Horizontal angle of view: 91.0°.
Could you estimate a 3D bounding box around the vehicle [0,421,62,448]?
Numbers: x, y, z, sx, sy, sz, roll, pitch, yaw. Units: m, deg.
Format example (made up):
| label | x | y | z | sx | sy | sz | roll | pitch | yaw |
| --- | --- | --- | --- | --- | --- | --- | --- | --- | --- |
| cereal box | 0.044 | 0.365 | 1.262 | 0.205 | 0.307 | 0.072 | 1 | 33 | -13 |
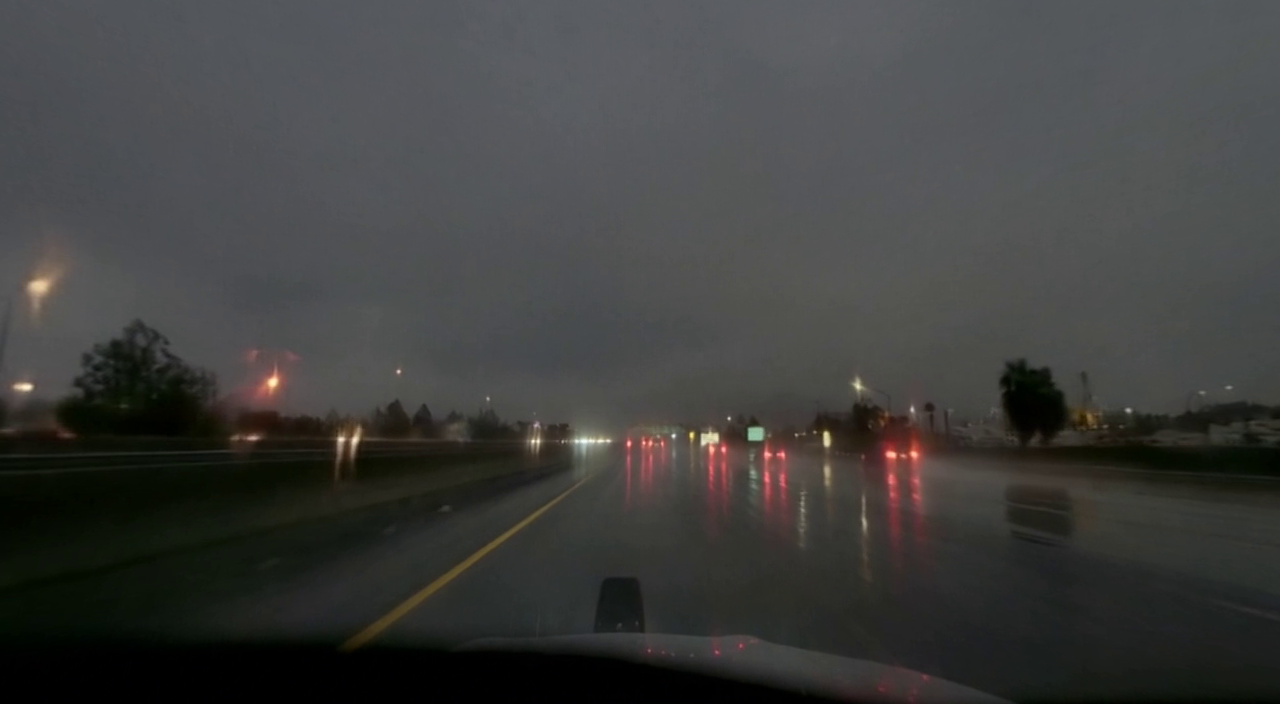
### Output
| label | x | y | z | sx | sy | sz | roll | pitch | yaw |
| --- | --- | --- | --- | --- | --- | --- | --- | --- | --- |
| vehicle | -37.469 | 4.955 | 37.608 | 1.850 | 1.517 | 4.306 | 0 | -8 | -1 |
